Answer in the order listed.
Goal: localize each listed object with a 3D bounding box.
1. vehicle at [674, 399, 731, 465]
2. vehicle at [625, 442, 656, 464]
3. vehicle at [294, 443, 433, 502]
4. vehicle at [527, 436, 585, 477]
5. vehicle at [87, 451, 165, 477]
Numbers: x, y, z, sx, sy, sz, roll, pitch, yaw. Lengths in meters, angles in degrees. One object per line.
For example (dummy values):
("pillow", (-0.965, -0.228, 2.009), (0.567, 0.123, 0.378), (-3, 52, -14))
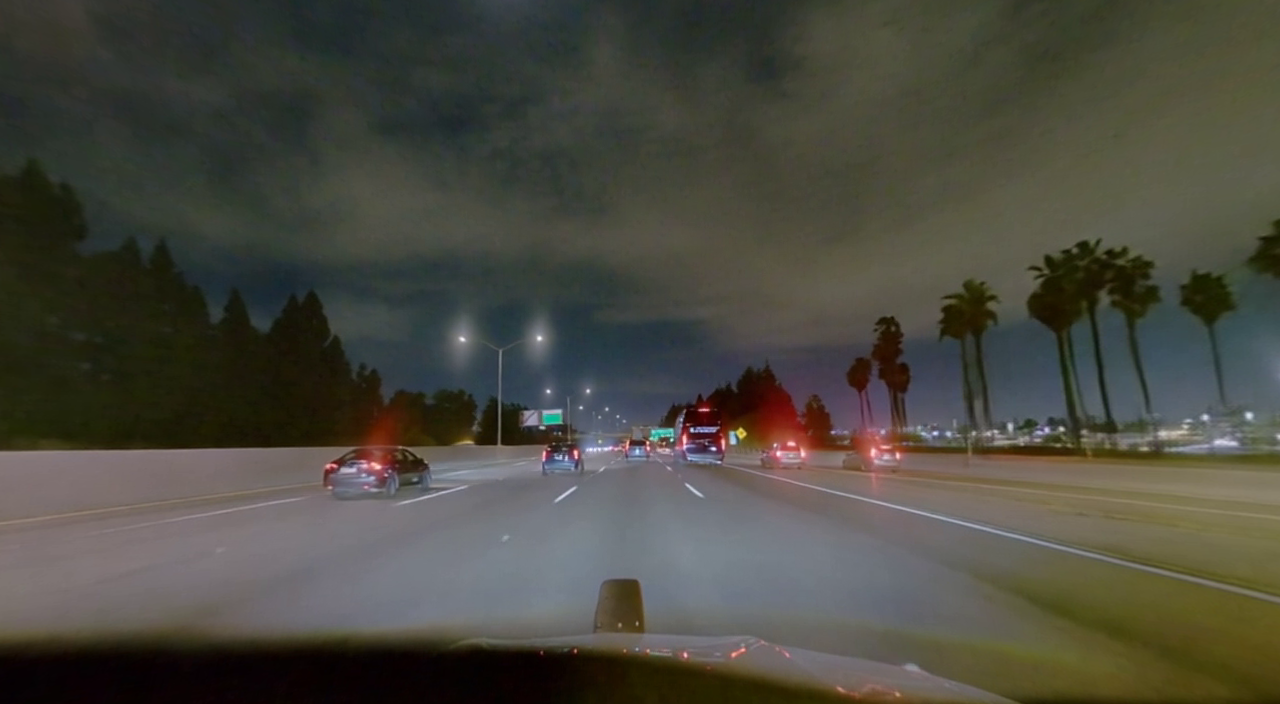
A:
("vehicle", (4.041, 5.505, 42.553), (3.086, 3.984, 8.371), (0, -9, 1))
("vehicle", (0.035, 7.263, 45.517), (2.085, 1.507, 4.096), (0, -9, 0))
("vehicle", (-7.800, 3.410, 18.335), (2.050, 1.487, 4.372), (0, -9, 0))
("vehicle", (-3.666, 4.656, 28.170), (2.017, 1.683, 4.094), (0, -9, 0))
("vehicle", (-31.954, 6.960, 39.264), (1.675, 1.470, 3.669), (0, -9, 1))
